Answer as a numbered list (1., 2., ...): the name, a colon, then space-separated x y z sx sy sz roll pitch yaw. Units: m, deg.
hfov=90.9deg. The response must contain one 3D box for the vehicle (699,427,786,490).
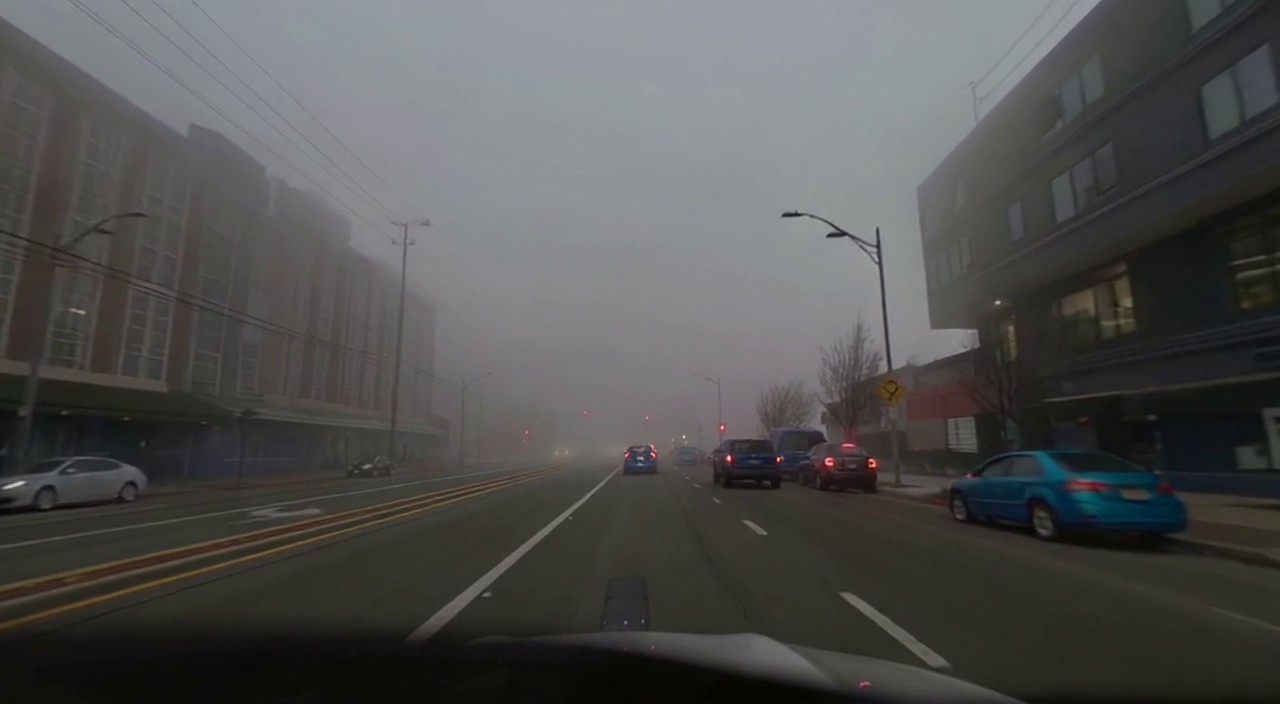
1. vehicle: 3.385 3.661 21.887 2.159 1.938 4.836 0 -9 -1

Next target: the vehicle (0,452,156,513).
1. vehicle: -17.460 3.816 18.943 1.946 1.471 4.912 -1 -8 0

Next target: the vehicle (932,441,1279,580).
1. vehicle: 6.644 2.230 9.795 2.107 1.589 4.477 1 -9 1

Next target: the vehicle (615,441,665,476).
1. vehicle: 0.026 5.126 30.572 2.245 1.587 4.094 0 -9 0

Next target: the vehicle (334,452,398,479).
1. vehicle: -17.343 7.185 40.160 1.924 1.558 4.620 -1 -9 1

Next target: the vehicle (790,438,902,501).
1. vehicle: 6.862 3.955 21.701 2.176 1.901 4.887 0 -9 0
